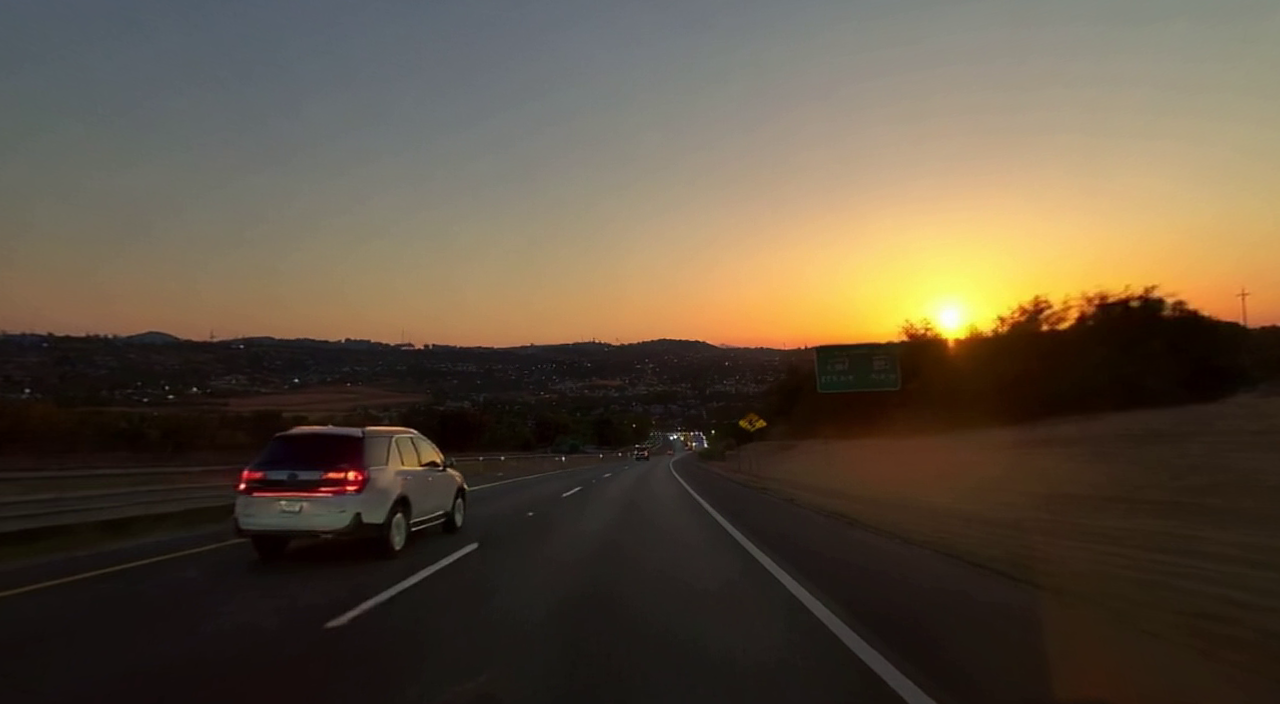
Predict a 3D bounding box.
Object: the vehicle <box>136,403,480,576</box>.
[{"bbox_3d":[-4.048,1.786,8.942,2.193,1.771,4.757,0,-9,1],"label":"vehicle"}]
